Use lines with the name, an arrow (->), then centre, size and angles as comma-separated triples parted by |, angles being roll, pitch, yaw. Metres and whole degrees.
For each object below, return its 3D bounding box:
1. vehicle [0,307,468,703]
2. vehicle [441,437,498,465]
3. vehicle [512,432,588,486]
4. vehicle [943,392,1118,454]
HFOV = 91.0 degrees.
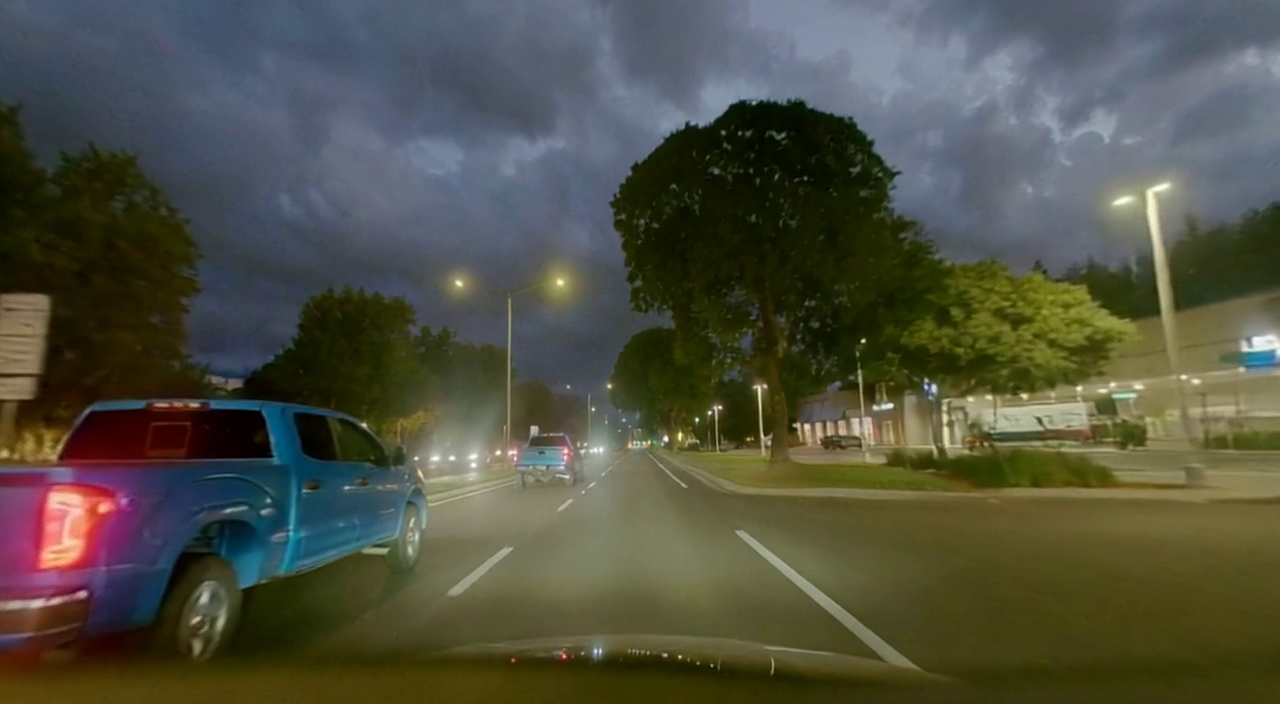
vehicle -> -3.196, 1.115, 4.712 | 2.277, 1.801, 5.250 | 0, -8, 1
vehicle -> -11.315, 6.629, 42.254 | 2.266, 1.756, 5.406 | 0, -8, 1
vehicle -> -3.251, 3.984, 23.873 | 2.065, 1.790, 5.417 | 0, -8, 0
vehicle -> 26.139, 5.095, 43.721 | 2.948, 3.576, 13.937 | 1, -8, -2
